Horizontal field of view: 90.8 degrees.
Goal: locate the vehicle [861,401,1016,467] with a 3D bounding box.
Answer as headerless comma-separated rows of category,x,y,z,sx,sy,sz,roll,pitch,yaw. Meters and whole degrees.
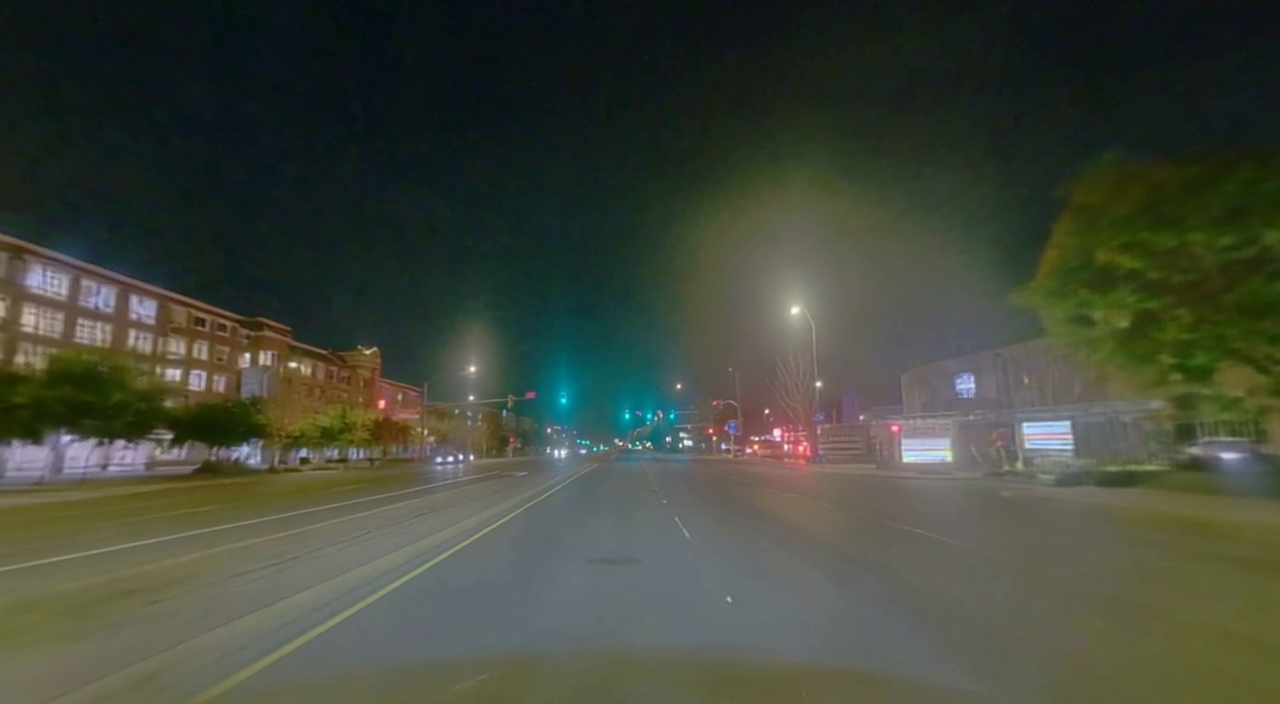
vehicle,16.654,4.641,35.602,7.225,3.553,2.709,0,-9,-3
